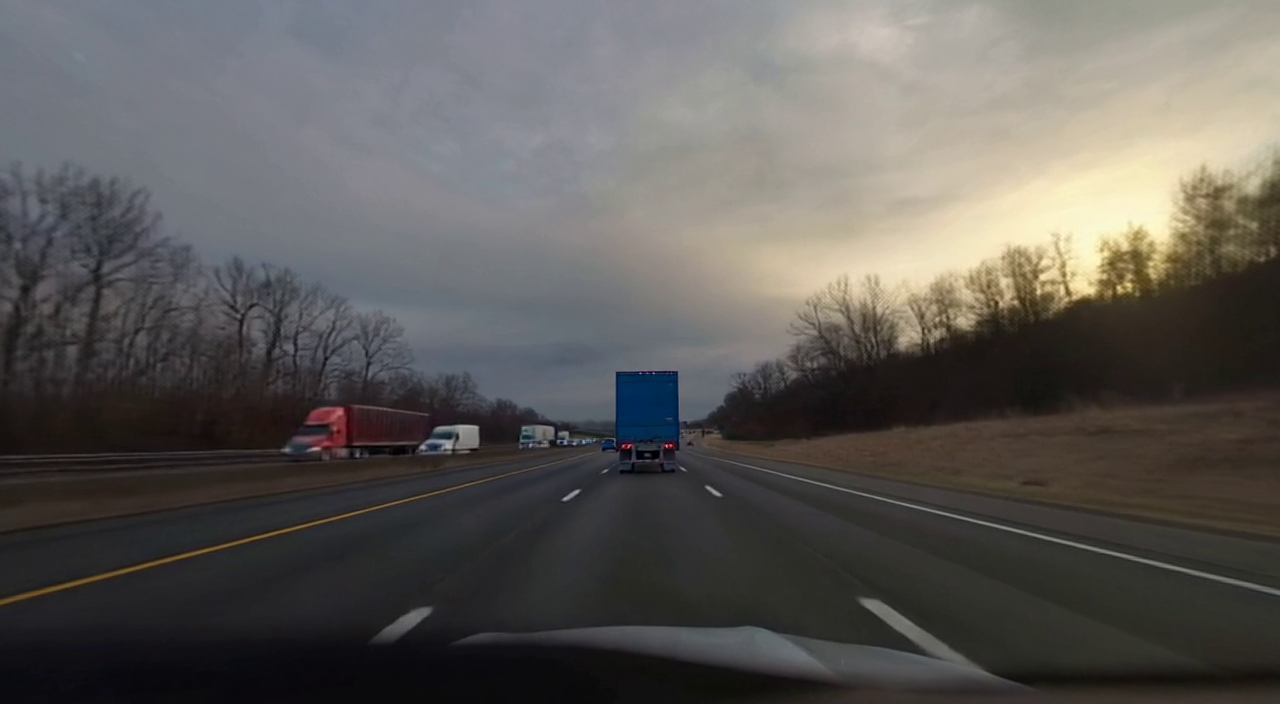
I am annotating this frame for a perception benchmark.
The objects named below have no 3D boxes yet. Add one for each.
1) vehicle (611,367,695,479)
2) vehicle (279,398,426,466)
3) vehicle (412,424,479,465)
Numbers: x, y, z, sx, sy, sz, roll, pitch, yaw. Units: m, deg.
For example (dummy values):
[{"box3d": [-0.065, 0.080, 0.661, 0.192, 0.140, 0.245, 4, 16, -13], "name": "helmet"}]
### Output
[{"box3d": [0.510, 3.325, 27.960, 3.010, 4.039, 10.481, 0, -8, 0], "name": "vehicle"}, {"box3d": [-20.674, 6.206, 47.380, 2.914, 4.117, 17.316, 0, -8, 0], "name": "vehicle"}, {"box3d": [-13.099, 6.305, 42.808, 2.293, 2.516, 6.817, 0, -8, 1], "name": "vehicle"}]
